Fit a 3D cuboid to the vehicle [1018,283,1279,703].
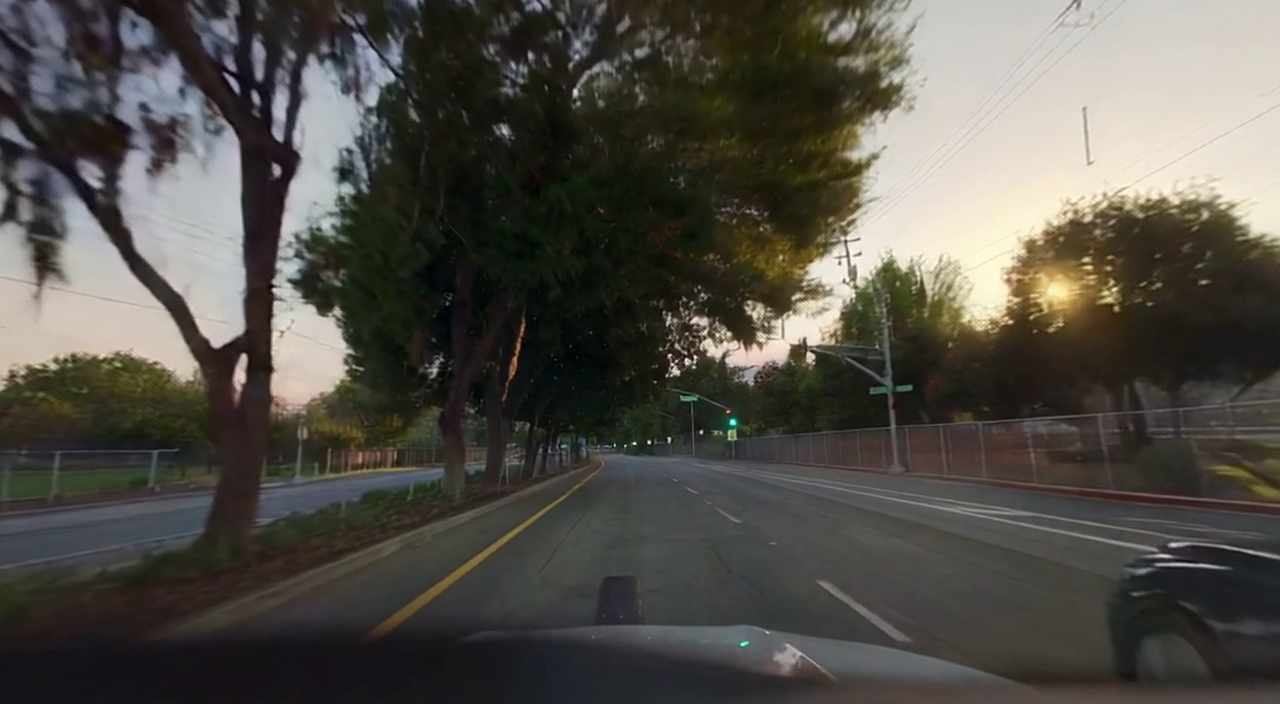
[{"bbox_3d":[3.982,0.530,1.406,2.379,2.017,6.089,0,-8,-2],"label":"vehicle"}]
